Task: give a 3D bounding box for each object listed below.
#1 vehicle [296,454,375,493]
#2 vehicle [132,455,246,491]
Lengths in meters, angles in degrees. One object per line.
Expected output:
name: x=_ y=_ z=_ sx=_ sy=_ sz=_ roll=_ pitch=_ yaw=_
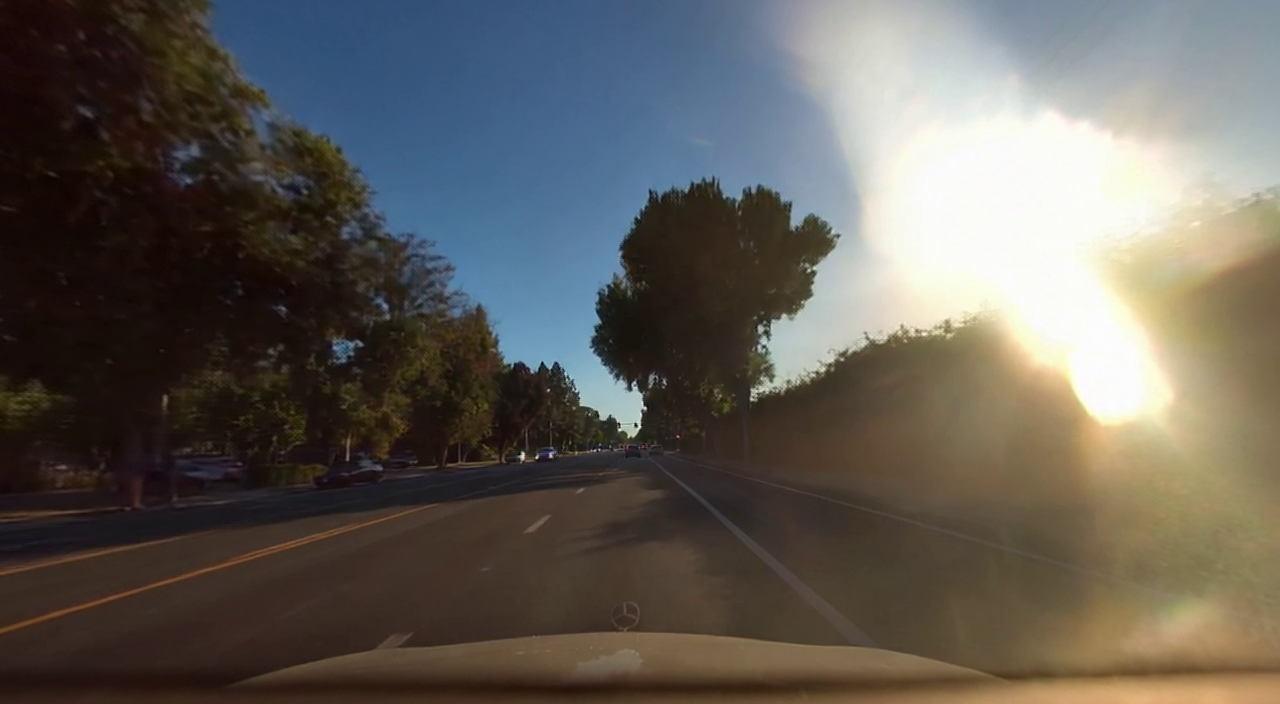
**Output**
vehicle: x=-14.669 y=5.825 z=30.668 sx=1.896 sy=1.486 sz=4.285 roll=-4 pitch=-8 yaw=-2
vehicle: x=-21.459 y=5.733 z=30.358 sx=1.916 sy=1.482 sz=4.789 roll=-1 pitch=-9 yaw=1
